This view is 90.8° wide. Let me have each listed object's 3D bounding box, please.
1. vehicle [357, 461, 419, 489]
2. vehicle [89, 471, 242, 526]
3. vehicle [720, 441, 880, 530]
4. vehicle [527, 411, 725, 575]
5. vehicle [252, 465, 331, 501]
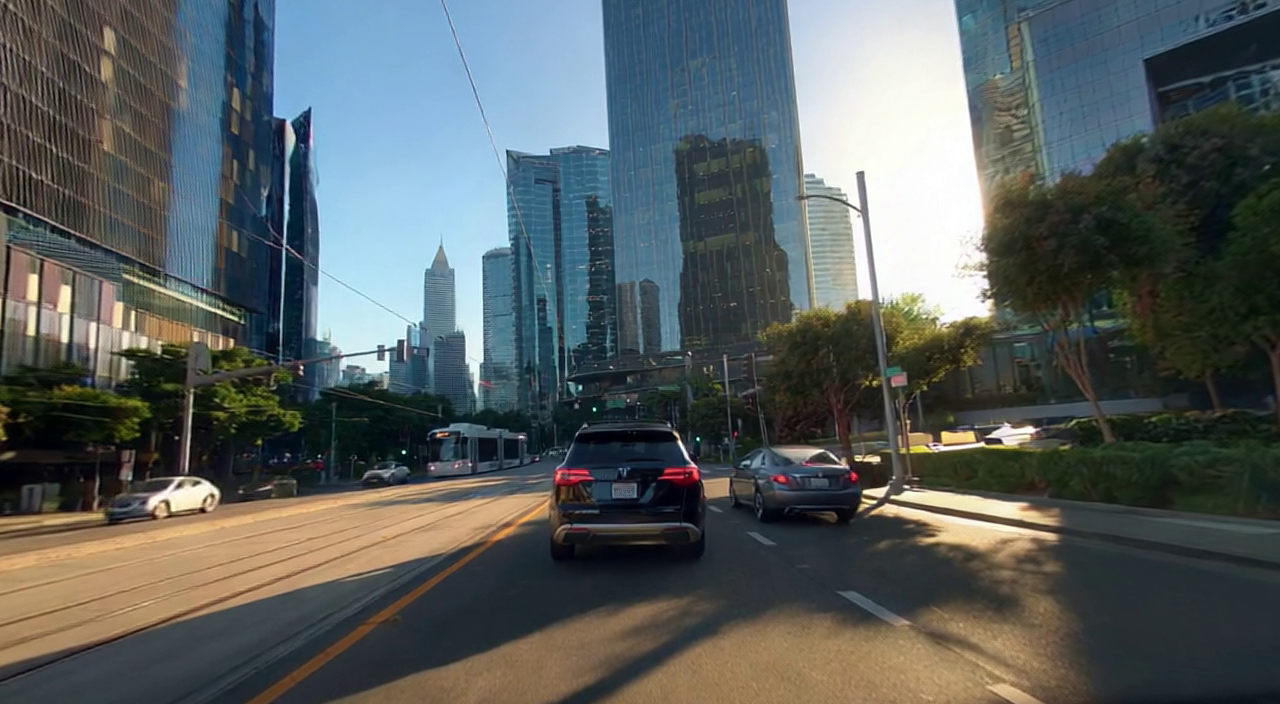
[{"bbox_3d":[-15.565,7.605,39.308,2.077,1.458,4.718,0,-8,-3],"label":"vehicle"},{"bbox_3d":[-15.308,4.724,20.749,1.798,1.409,4.239,0,-8,-1],"label":"vehicle"},{"bbox_3d":[3.000,2.592,12.953,1.993,1.480,4.324,0,-8,-2],"label":"vehicle"},{"bbox_3d":[-0.248,1.869,9.164,2.178,1.779,4.255,0,-8,-3],"label":"vehicle"},{"bbox_3d":[-19.678,7.385,35.891,2.066,1.700,4.536,0,-9,-3],"label":"vehicle"}]
